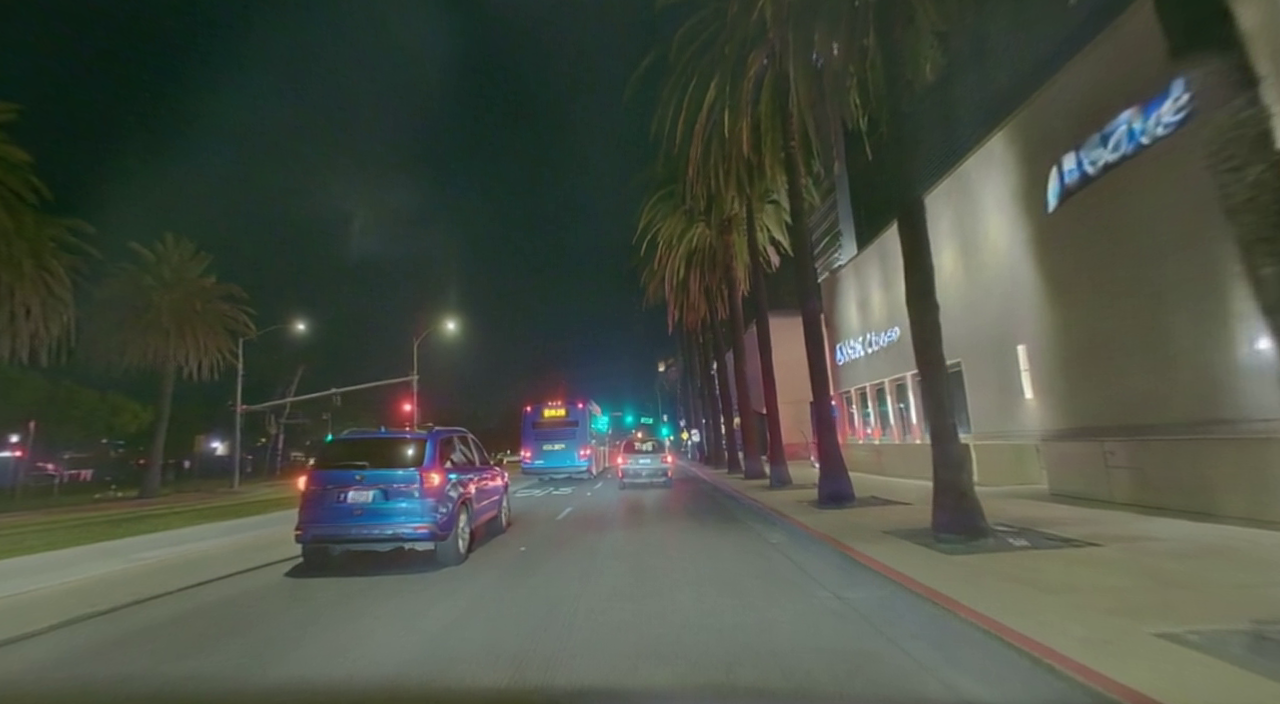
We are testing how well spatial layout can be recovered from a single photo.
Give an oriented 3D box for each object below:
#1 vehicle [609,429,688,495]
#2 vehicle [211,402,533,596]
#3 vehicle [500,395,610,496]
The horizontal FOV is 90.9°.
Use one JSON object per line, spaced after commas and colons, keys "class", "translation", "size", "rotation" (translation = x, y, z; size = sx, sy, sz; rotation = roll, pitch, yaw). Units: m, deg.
{"class": "vehicle", "translation": [0.247, 3.237, 18.892], "size": [2.120, 1.727, 3.917], "rotation": [-1, -8, 1]}
{"class": "vehicle", "translation": [-2.923, 1.721, 8.294], "size": [2.124, 1.799, 4.587], "rotation": [-1, -8, 1]}
{"class": "vehicle", "translation": [-2.823, 3.477, 23.663], "size": [2.775, 3.064, 8.297], "rotation": [-1, -8, 1]}
